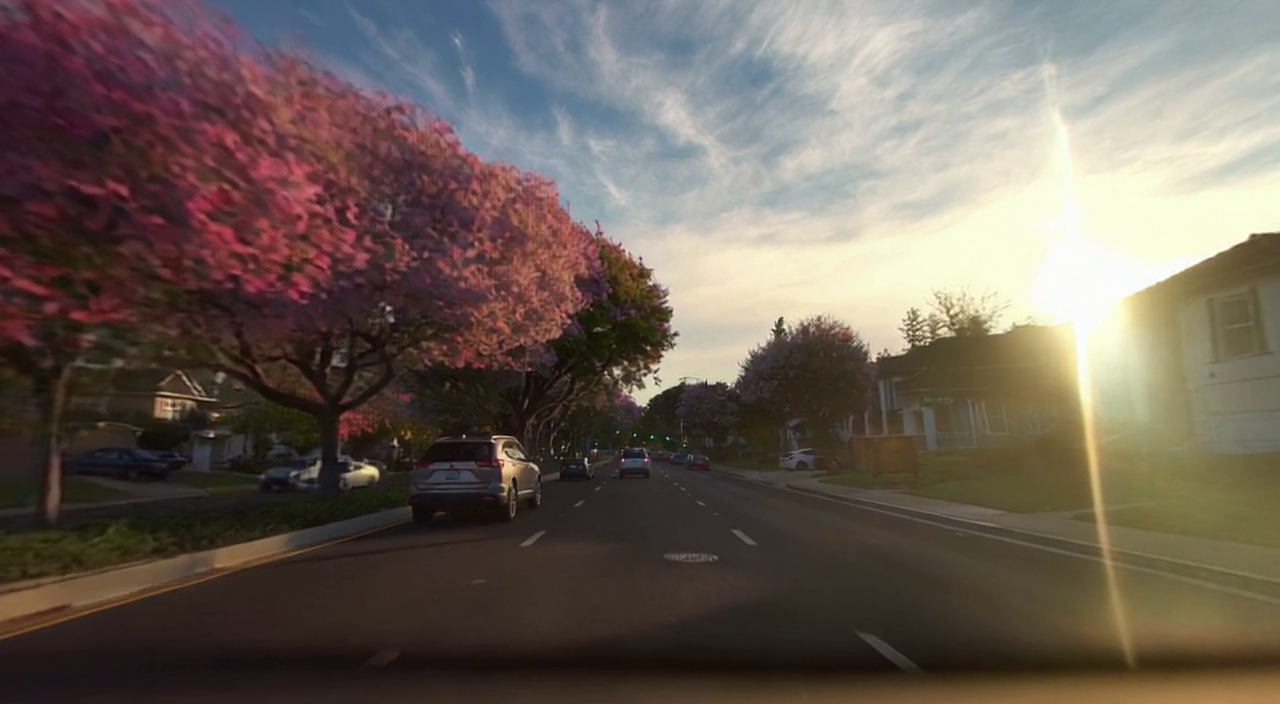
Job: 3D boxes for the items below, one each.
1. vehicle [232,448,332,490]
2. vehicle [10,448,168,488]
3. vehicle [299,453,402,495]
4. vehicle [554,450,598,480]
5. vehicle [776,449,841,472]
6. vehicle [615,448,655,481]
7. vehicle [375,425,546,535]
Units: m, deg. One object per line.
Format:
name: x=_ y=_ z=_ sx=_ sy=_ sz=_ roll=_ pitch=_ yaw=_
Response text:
vehicle: x=-18.892 y=6.178 z=33.728 sx=2.190 sy=1.996 sz=5.402 roll=0 pitch=-8 yaw=0
vehicle: x=-28.881 y=6.053 z=33.390 sx=5.692 sy=1.926 sz=2.274 roll=3 pitch=-9 yaw=-18
vehicle: x=-11.596 y=4.906 z=25.722 sx=1.979 sy=1.483 sz=4.671 roll=-1 pitch=-10 yaw=0
vehicle: x=-3.633 y=6.509 z=36.705 sx=2.066 sy=1.565 sz=3.905 roll=0 pitch=-8 yaw=1
vehicle: x=12.693 y=8.182 z=47.725 sx=4.482 sy=1.678 sz=1.890 roll=-1 pitch=-8 yaw=7
vehicle: x=-0.234 y=5.960 z=33.706 sx=1.997 sy=1.636 sz=3.760 roll=0 pitch=-8 yaw=0
vehicle: x=-3.551 y=2.630 z=13.684 sx=2.161 sy=1.919 sz=4.798 roll=0 pitch=-8 yaw=2
